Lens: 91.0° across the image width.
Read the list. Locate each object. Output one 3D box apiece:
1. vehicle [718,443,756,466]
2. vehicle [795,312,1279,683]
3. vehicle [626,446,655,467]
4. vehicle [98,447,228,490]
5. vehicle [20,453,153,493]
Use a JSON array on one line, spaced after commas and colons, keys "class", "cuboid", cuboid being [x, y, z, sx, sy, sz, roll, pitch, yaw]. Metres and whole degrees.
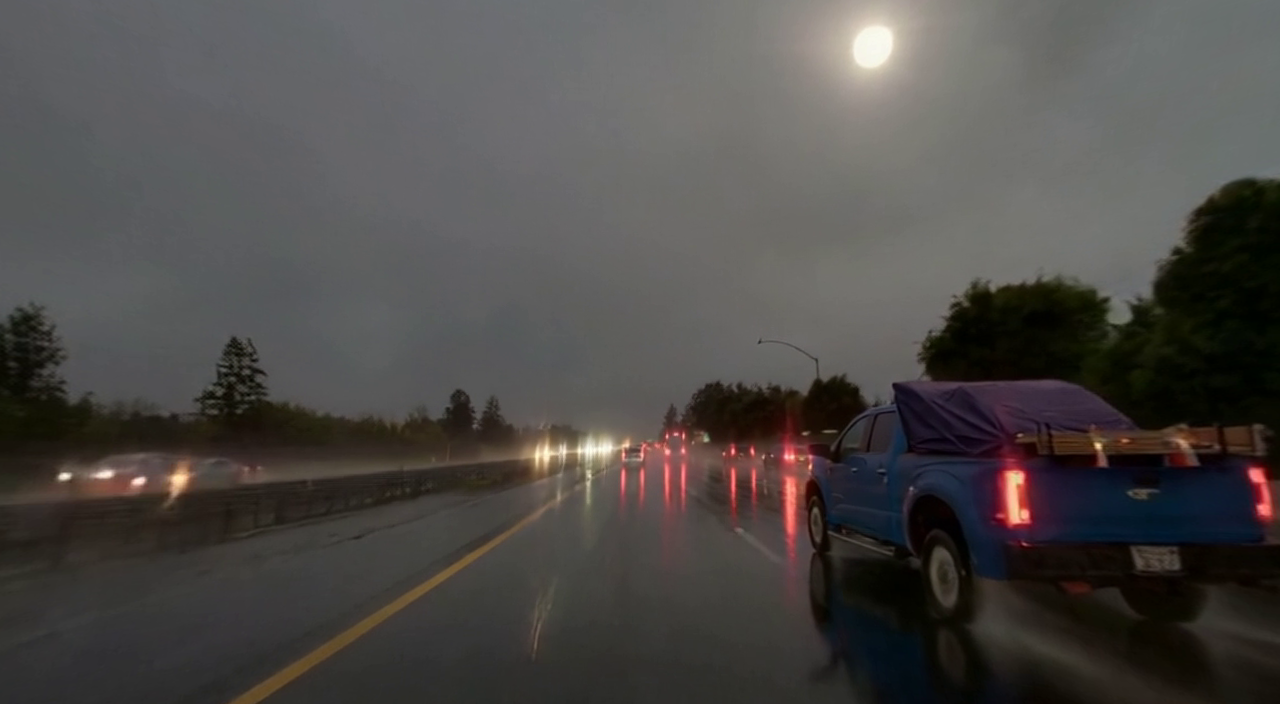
[{"class": "vehicle", "cuboid": [7.443, 7.916, 48.755, 2.189, 1.704, 4.521, 0, -9, 0]}, {"class": "vehicle", "cuboid": [3.472, 1.210, 6.379, 2.354, 2.079, 5.586, 0, -9, 0]}, {"class": "vehicle", "cuboid": [0.055, 7.695, 46.584, 2.030, 1.473, 3.926, 0, -9, 0]}, {"class": "vehicle", "cuboid": [-21.414, 5.221, 28.603, 2.082, 1.753, 4.783, 0, -9, 1]}, {"class": "vehicle", "cuboid": [-25.119, 5.457, 28.841, 1.927, 1.614, 4.512, 0, -9, 1]}]
